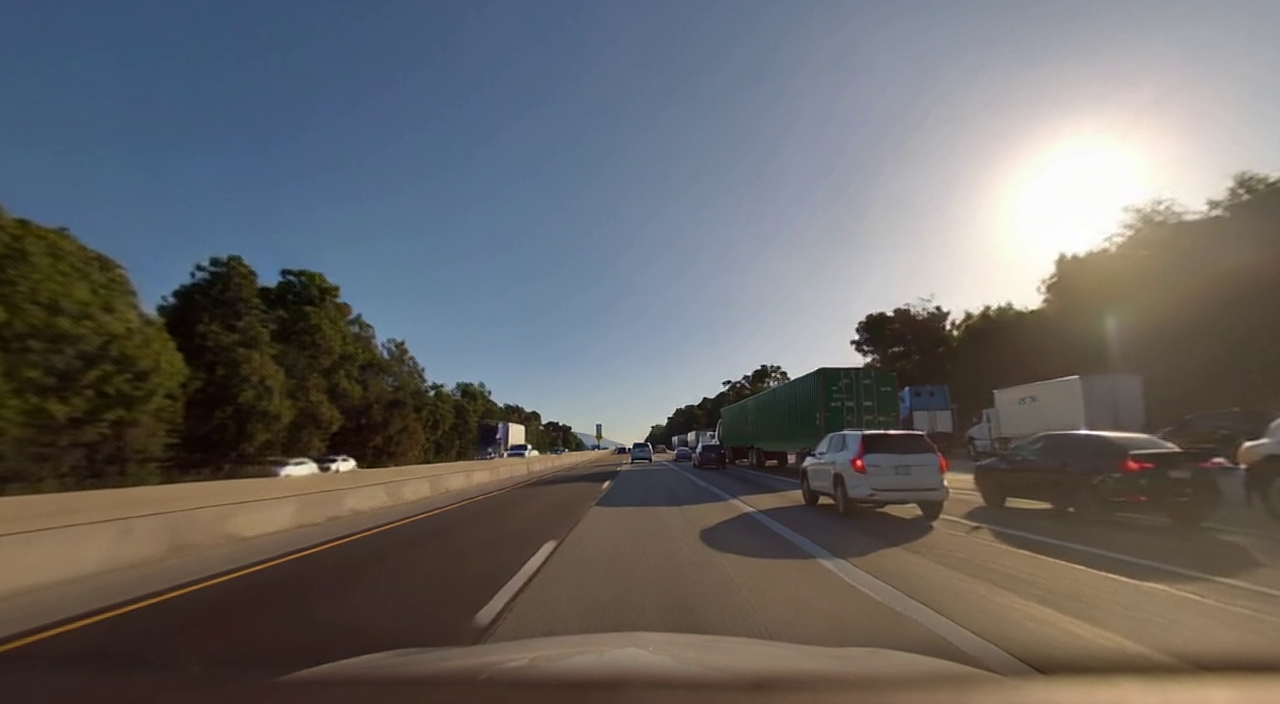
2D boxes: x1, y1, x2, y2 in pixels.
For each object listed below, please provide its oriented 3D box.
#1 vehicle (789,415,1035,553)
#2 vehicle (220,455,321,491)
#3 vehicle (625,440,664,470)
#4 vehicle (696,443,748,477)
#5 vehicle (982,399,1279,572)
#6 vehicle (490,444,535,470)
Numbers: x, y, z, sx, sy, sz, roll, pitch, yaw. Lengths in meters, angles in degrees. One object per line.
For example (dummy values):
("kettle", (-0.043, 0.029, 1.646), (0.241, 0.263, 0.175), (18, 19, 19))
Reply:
("vehicle", (3.885, 1.945, 9.940), (1.972, 1.693, 4.139), (0, -8, -1))
("vehicle", (-16.915, 5.536, 29.037), (1.906, 1.453, 4.484), (0, -8, 1))
("vehicle", (0.310, 6.442, 39.374), (2.313, 1.736, 4.215), (0, -8, 1))
("vehicle", (3.960, 5.289, 31.104), (1.888, 1.501, 4.608), (0, -8, -1))
("vehicle", (7.322, 1.769, 9.140), (1.985, 1.835, 4.681), (0, -8, -1))
("vehicle", (-9.396, 7.774, 46.702), (2.273, 1.821, 4.811), (0, -8, 1))
